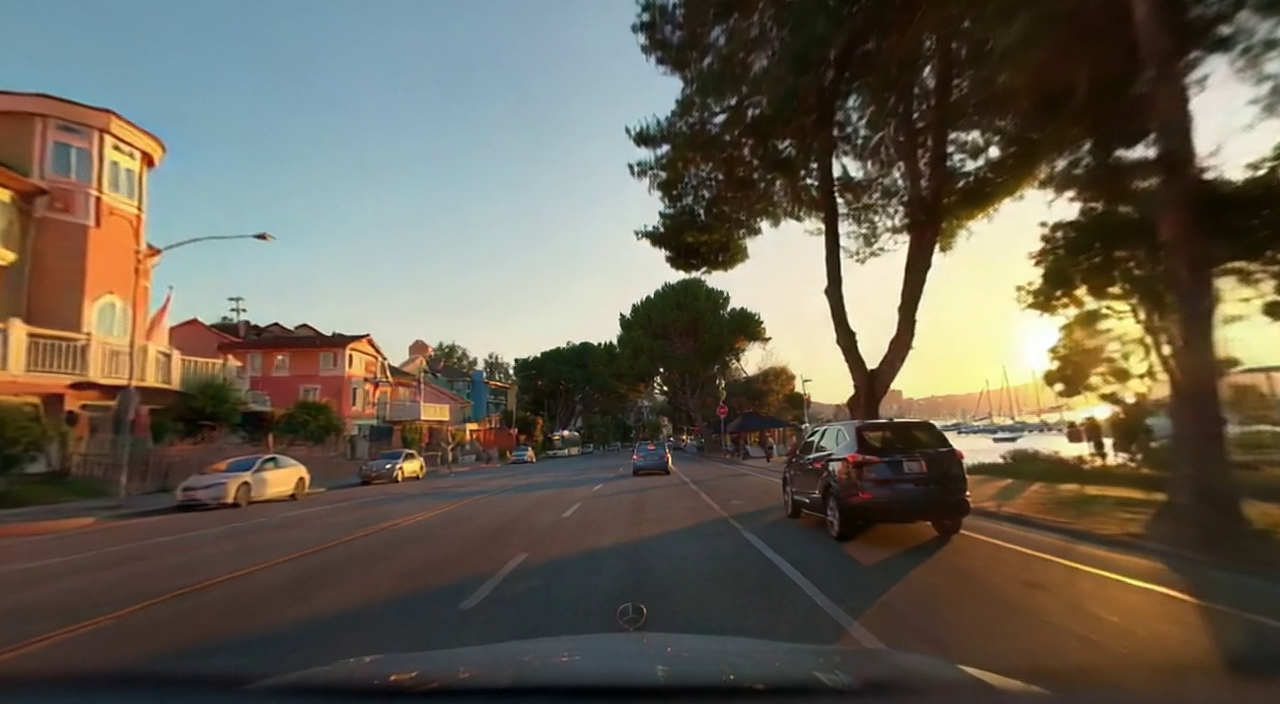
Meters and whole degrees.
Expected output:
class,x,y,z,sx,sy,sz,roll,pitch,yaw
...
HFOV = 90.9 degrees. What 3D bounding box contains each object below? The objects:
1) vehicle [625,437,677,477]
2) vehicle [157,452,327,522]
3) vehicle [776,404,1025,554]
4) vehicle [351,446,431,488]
class,x,y,z,sx,sy,sz,roll,pitch,yaw
vehicle,0.436,4.612,27.895,2.132,1.632,3.838,0,-8,0
vehicle,-10.340,3.485,16.810,2.025,1.465,3.959,-2,-8,-1
vehicle,3.649,1.869,9.923,2.000,1.809,4.405,0,-8,0
vehicle,-10.259,4.733,26.324,1.701,1.528,3.881,-1,-7,1
